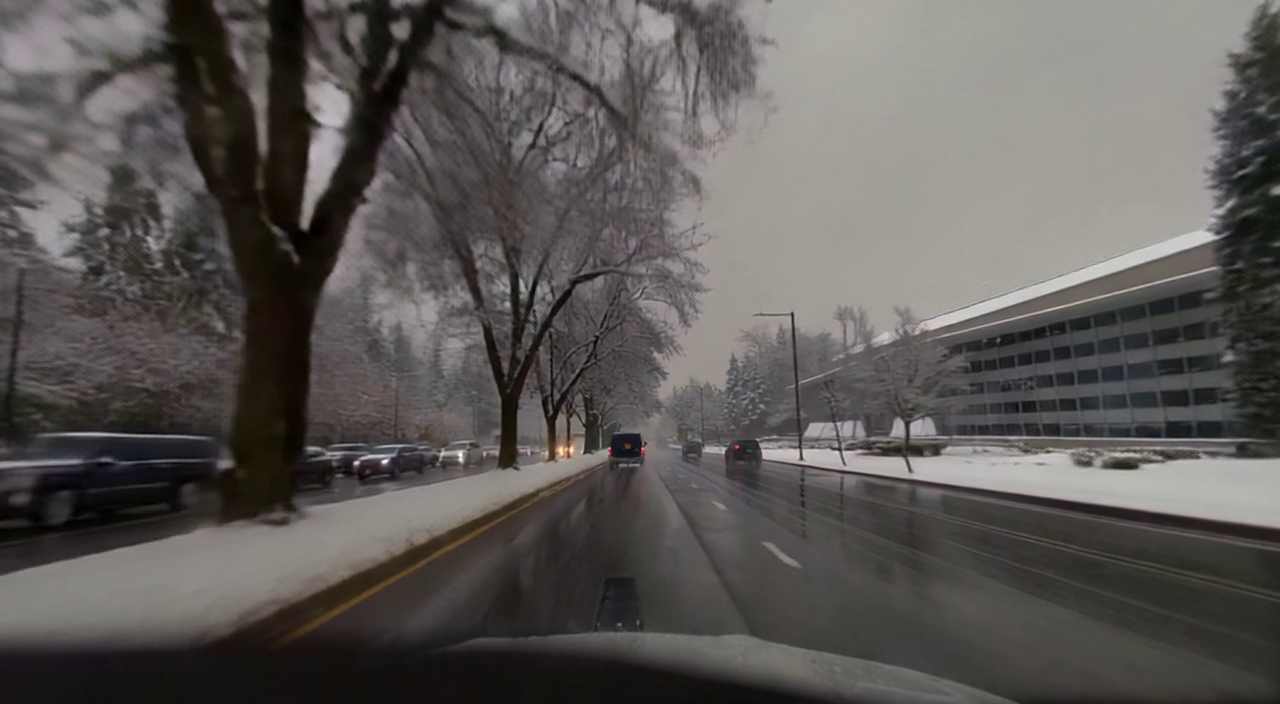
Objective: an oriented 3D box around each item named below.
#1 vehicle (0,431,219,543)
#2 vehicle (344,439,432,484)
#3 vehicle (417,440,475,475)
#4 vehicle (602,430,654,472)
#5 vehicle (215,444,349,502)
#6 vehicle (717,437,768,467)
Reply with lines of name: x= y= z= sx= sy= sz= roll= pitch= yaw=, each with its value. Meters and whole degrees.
vehicle: x=-11.083 y=2.541 z=12.661 sx=2.093 sy=1.816 sz=4.559 roll=0 pitch=-8 yaw=0
vehicle: x=-11.392 y=4.960 z=28.991 sx=2.042 sy=1.822 sz=4.913 roll=0 pitch=-8 yaw=-1
vehicle: x=-11.550 y=6.271 z=37.943 sx=2.082 sy=1.824 sz=4.840 roll=-2 pitch=-7 yaw=-1
vehicle: x=-0.584 y=5.049 z=32.241 sx=2.411 sy=1.937 sz=5.186 roll=0 pitch=-8 yaw=0
vehicle: x=-11.448 y=3.840 z=20.618 sx=1.899 sy=1.607 sz=4.297 roll=-1 pitch=-8 yaw=-1
vehicle: x=6.570 y=6.460 z=41.083 sx=2.364 sy=1.781 sz=4.854 roll=1 pitch=-8 yaw=-1
